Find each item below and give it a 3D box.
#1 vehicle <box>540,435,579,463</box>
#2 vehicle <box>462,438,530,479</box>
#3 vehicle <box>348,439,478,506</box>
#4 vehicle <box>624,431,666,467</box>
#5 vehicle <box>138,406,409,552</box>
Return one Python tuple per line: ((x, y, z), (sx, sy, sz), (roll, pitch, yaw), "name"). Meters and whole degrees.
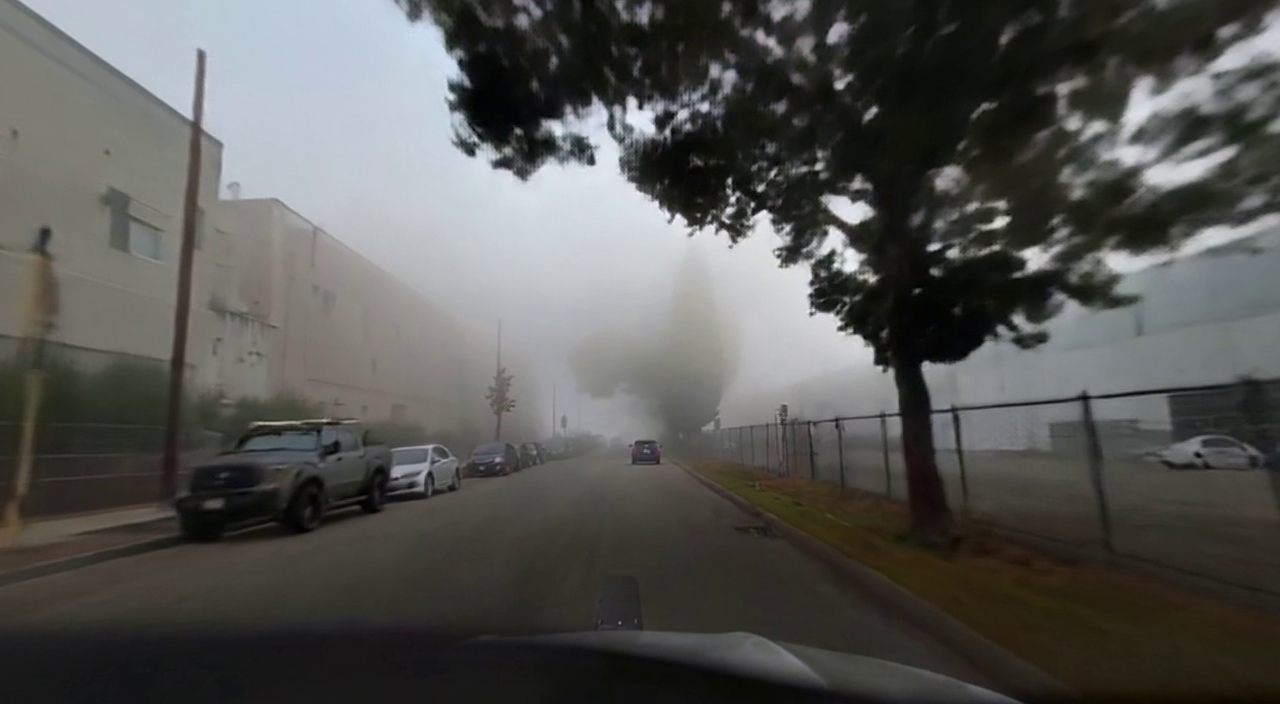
((-6.081, 7.471, 48.337), (2.139, 1.943, 5.295), (-1, -10, 1), "vehicle")
((-6.247, 4.651, 27.883), (1.926, 1.647, 4.185), (0, -8, 1), "vehicle")
((-6.082, 3.224, 17.473), (2.013, 1.609, 4.152), (0, -8, 0), "vehicle")
((0.245, 5.347, 34.886), (2.152, 1.874, 4.042), (0, -8, 0), "vehicle")
((-6.184, 2.220, 11.579), (2.005, 1.989, 4.929), (-3, -9, 0), "vehicle")
